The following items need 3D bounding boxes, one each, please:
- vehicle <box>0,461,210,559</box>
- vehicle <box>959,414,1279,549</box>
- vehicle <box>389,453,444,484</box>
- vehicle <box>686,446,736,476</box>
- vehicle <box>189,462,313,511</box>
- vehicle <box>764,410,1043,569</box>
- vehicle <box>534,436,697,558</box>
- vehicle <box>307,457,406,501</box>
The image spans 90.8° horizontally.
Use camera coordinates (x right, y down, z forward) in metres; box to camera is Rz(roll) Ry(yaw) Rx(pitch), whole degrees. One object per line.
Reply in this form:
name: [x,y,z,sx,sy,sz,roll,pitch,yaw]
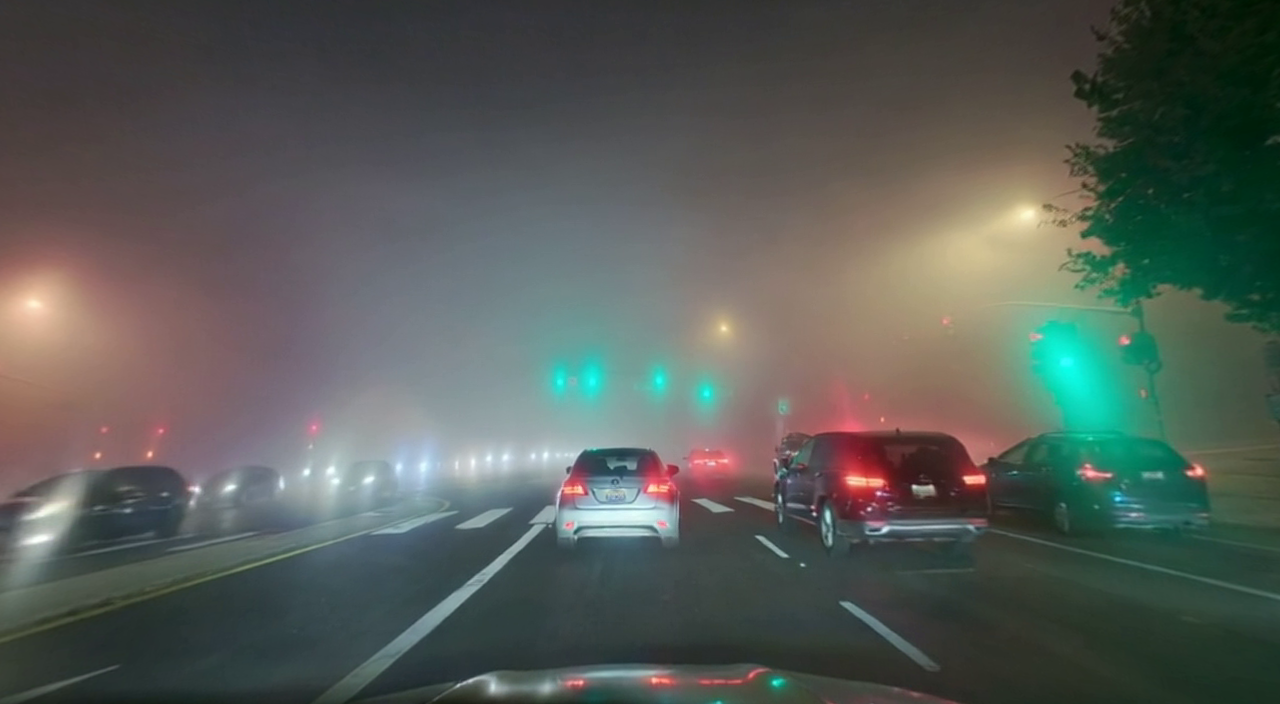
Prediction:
vehicle: [-11.818,3.244,13.663,1.903,1.627,4.308,0,-8,1]
vehicle: [7.452,2.038,10.575,2.039,1.760,4.319,0,-8,2]
vehicle: [-14.715,7.670,41.862,1.908,1.797,4.620,0,-8,1]
vehicle: [3.720,5.807,34.012,2.123,1.455,4.318,0,-8,-1]
vehicle: [-14.815,5.101,24.385,1.907,1.592,4.373,0,-8,1]
vehicle: [3.443,1.890,9.494,2.107,1.773,4.557,0,-8,-2]
vehicle: [-0.313,2.119,9.960,2.034,1.500,3.966,0,-8,0]
vehicle: [-11.550,5.172,26.127,1.992,1.562,4.361,0,-8,1]
